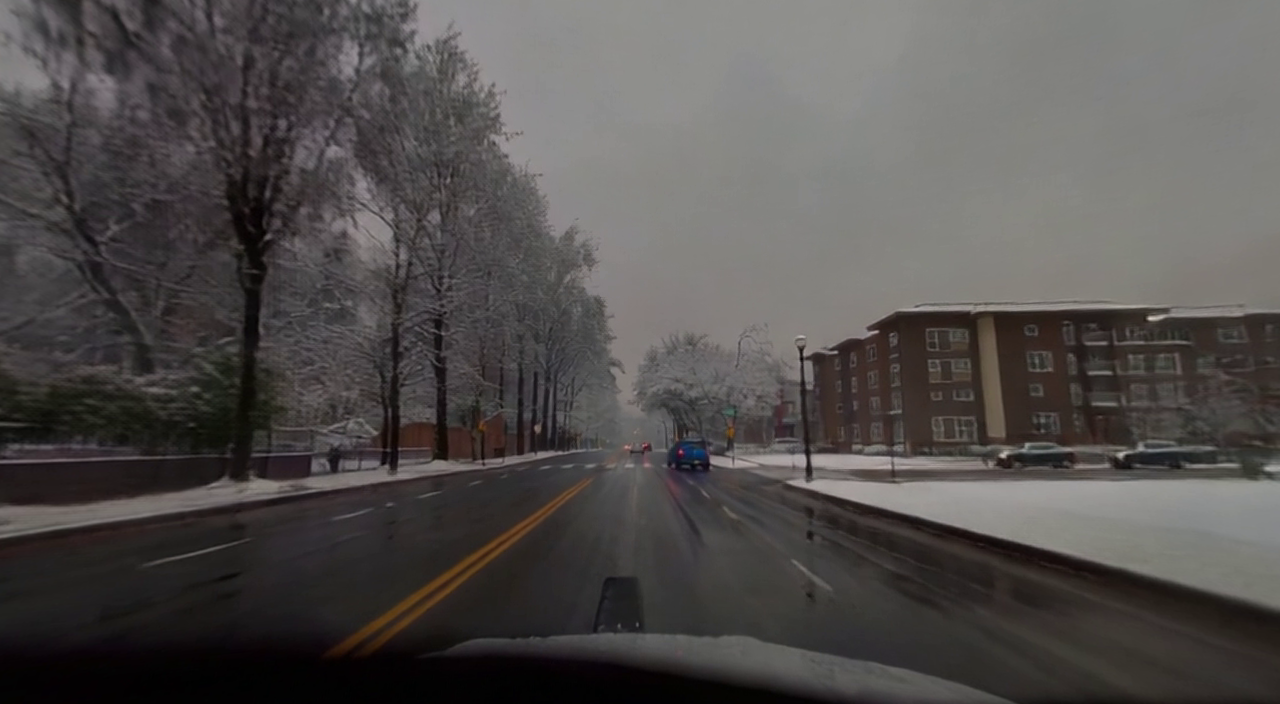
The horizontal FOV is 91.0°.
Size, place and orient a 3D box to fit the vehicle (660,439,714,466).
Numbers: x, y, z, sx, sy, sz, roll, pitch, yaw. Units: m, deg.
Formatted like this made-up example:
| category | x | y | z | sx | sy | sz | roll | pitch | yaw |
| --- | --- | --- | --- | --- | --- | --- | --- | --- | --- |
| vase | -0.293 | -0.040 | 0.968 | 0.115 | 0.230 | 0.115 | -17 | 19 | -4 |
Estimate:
| category | x | y | z | sx | sy | sz | roll | pitch | yaw |
| --- | --- | --- | --- | --- | --- | --- | --- | --- | --- |
| vehicle | 3.107 | 6.792 | 42.570 | 1.981 | 1.703 | 3.691 | 4 | -9 | -27 |

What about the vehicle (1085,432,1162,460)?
| category | x | y | z | sx | sy | sz | roll | pitch | yaw |
| --- | --- | --- | --- | --- | --- | --- | --- | --- | --- |
| vehicle | 33.846 | 6.599 | 44.224 | 1.887 | 1.808 | 4.443 | -1 | -8 | 1 |

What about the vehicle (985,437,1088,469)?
| category | x | y | z | sx | sy | sz | roll | pitch | yaw |
| --- | --- | --- | --- | --- | --- | --- | --- | --- | --- |
| vehicle | 23.946 | 6.119 | 38.159 | 4.676 | 1.775 | 2.085 | -2 | -9 | 2 |
